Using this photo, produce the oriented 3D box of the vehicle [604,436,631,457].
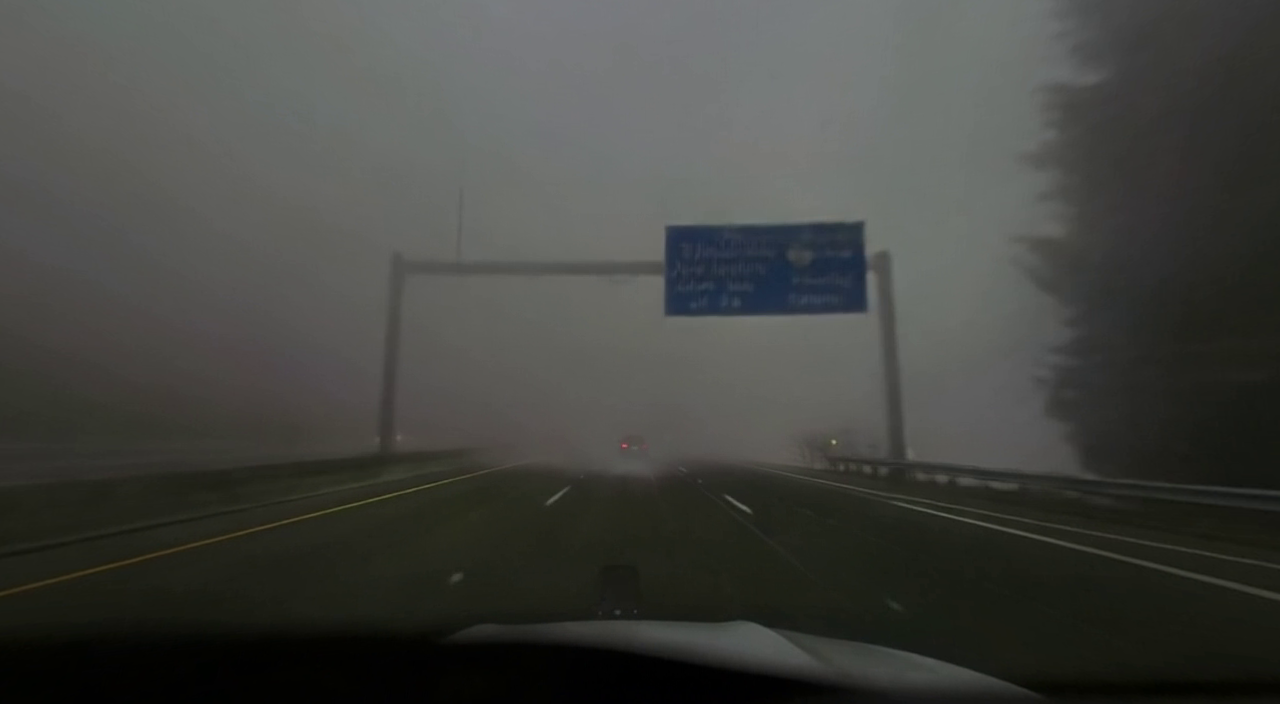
[{"bbox_3d":[-1.671,7.087,47.621,1.993,1.519,4.046,0,-8,-1],"label":"vehicle"}]
